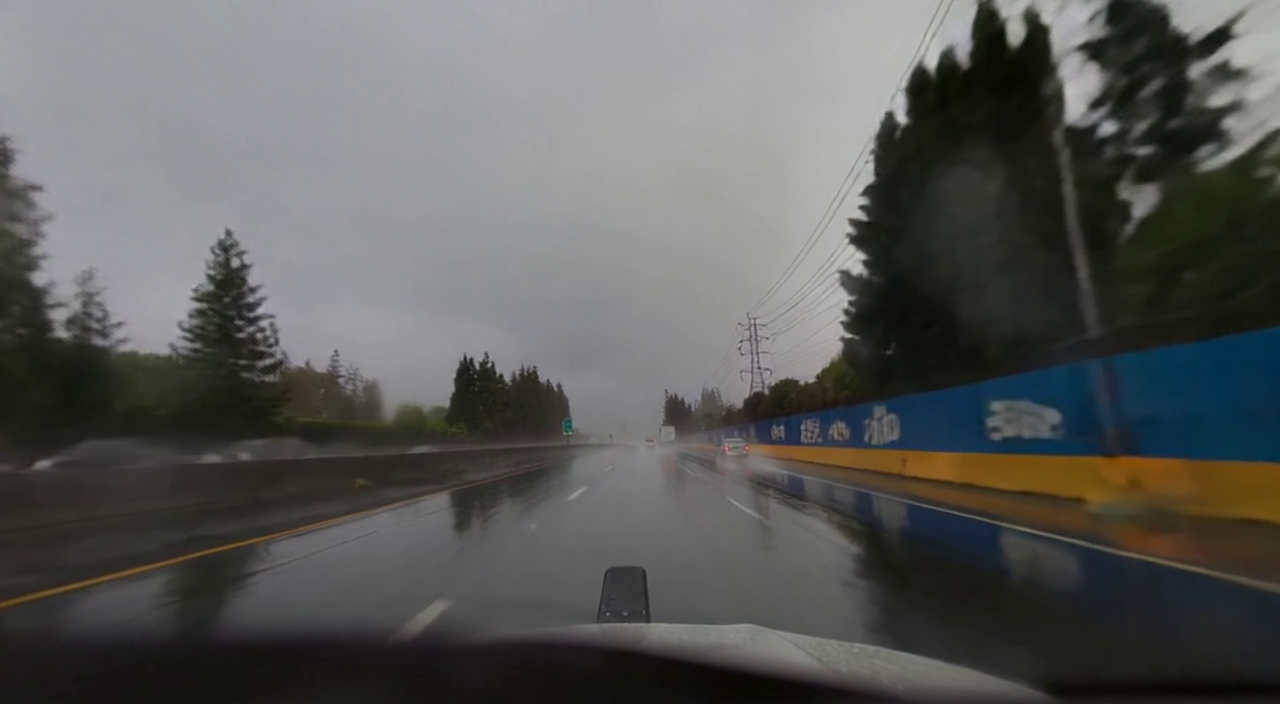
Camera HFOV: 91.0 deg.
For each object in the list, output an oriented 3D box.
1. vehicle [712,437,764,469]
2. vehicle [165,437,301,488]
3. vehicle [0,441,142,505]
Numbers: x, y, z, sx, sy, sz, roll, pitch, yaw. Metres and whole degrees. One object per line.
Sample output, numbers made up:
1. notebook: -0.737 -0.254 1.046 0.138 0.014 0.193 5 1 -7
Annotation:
1. vehicle: 4.900 5.100 32.044 1.991 1.494 3.951 0 -8 -1
2. vehicle: -14.160 3.852 22.219 1.909 1.603 4.199 0 -8 1
3. vehicle: -19.120 3.824 20.472 2.011 1.816 4.516 0 -8 1
